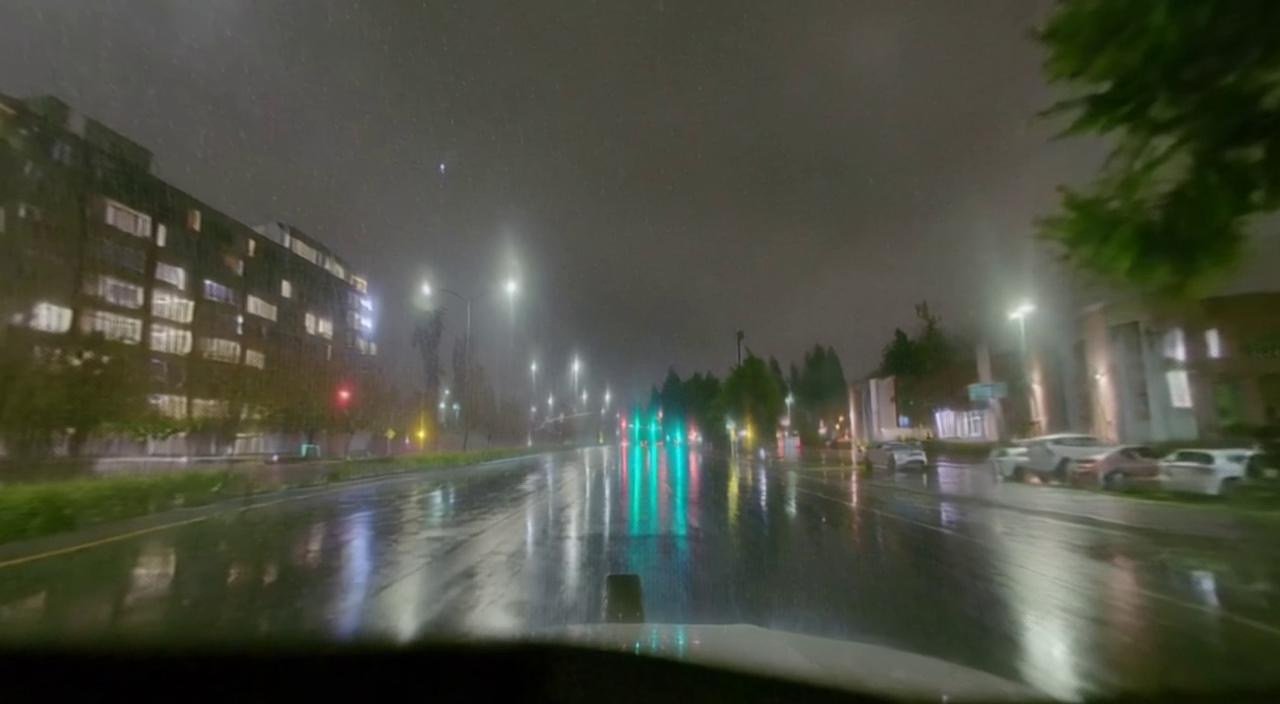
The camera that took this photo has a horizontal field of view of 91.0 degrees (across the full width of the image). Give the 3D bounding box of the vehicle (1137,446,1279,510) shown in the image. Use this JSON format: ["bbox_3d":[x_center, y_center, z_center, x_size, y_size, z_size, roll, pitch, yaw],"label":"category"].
[{"bbox_3d":[14.997,3.026,15.443,3.938,1.427,1.989,0,-9,-3],"label":"vehicle"}]

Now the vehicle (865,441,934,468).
[{"bbox_3d":[15.266,6.041,37.330,1.931,1.475,4.671,0,-9,-3],"label":"vehicle"}]
